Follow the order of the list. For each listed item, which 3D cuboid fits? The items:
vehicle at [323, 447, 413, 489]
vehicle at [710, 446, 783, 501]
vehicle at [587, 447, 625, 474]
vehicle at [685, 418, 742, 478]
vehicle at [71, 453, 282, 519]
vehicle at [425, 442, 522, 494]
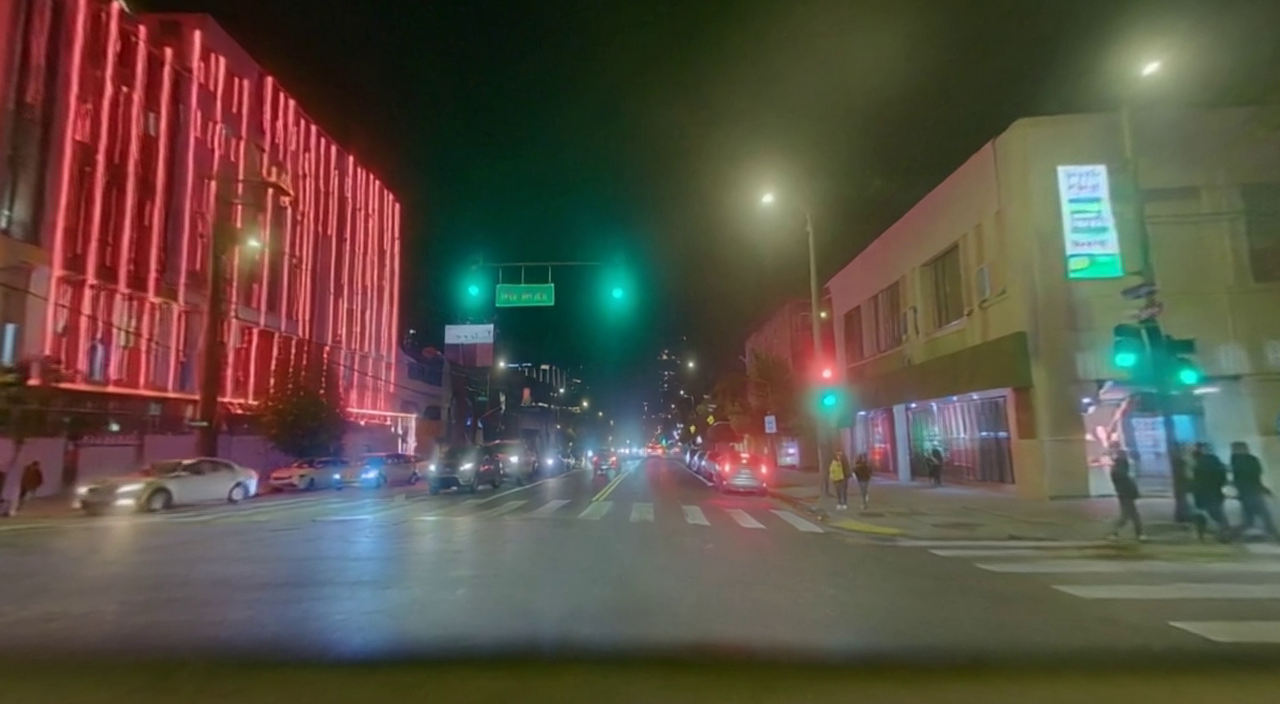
[{"bbox_3d":[-11.560,4.926,27.106,1.933,1.628,3.973,0,-8,2],"label":"vehicle"},{"bbox_3d":[3.775,4.358,23.050,1.924,1.765,3.954,0,-8,-1],"label":"vehicle"},{"bbox_3d":[-1.986,6.464,37.779,1.973,1.496,3.713,0,-8,1],"label":"vehicle"},{"bbox_3d":[4.613,6.232,41.124,2.989,3.455,7.975,0,-8,2],"label":"vehicle"},{"bbox_3d":[-12.247,3.520,17.156,1.934,1.434,4.636,-1,-8,6],"label":"vehicle"},{"bbox_3d":[-5.436,3.808,21.158,1.942,1.559,4.298,0,-8,2],"label":"vehicle"}]
